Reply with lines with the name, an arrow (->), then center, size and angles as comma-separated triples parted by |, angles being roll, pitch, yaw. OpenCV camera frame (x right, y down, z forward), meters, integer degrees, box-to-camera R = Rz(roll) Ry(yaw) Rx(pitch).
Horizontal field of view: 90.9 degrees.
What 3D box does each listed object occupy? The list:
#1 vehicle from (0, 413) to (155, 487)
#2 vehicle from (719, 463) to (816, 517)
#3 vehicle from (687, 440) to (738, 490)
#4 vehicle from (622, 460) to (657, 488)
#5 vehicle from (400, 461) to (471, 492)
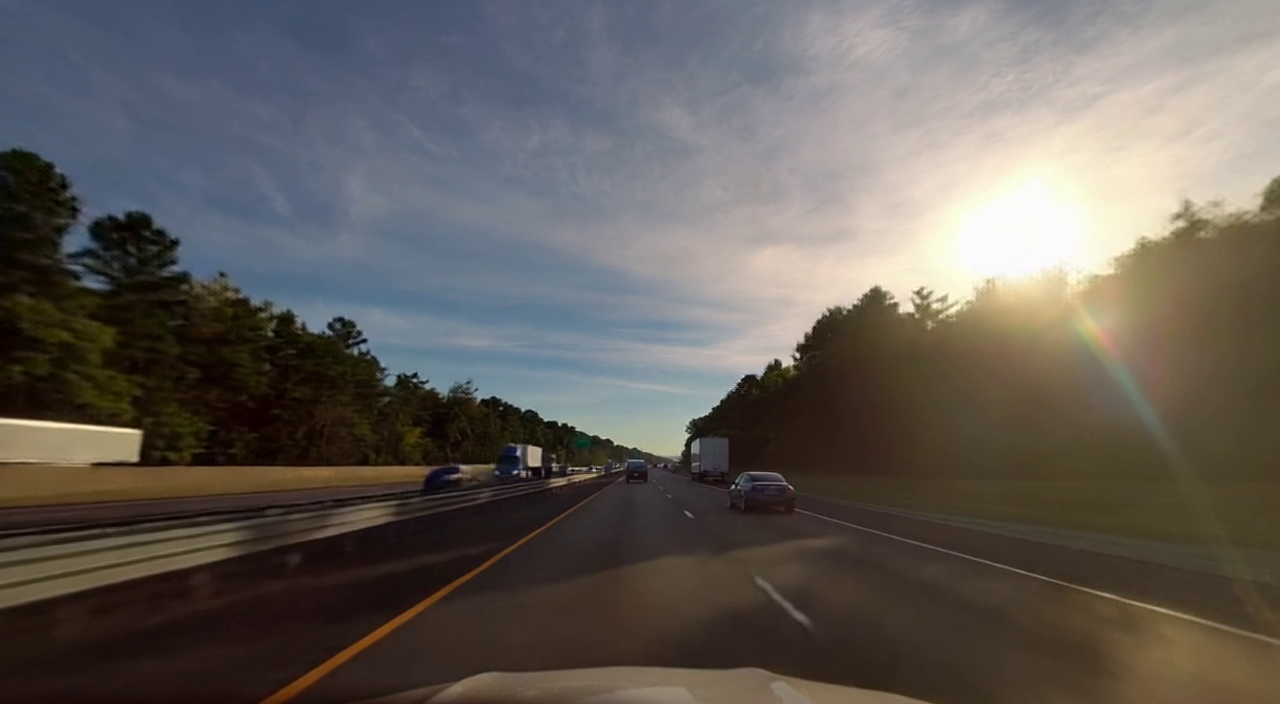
vehicle -> -35.108, 5.554, 35.317 | 3.222, 3.828, 16.663 | 1, -10, -2
vehicle -> 4.056, 4.498, 21.004 | 2.073, 1.532, 4.969 | 1, -10, -2
vehicle -> 4.661, 7.493, 41.759 | 2.563, 2.975, 6.941 | 1, -10, 0
vehicle -> -0.018, 8.144, 42.032 | 2.212, 1.717, 4.452 | 0, -10, 1
vehicle -> -10.816, 6.639, 33.743 | 2.068, 1.507, 4.692 | 0, -10, 3
